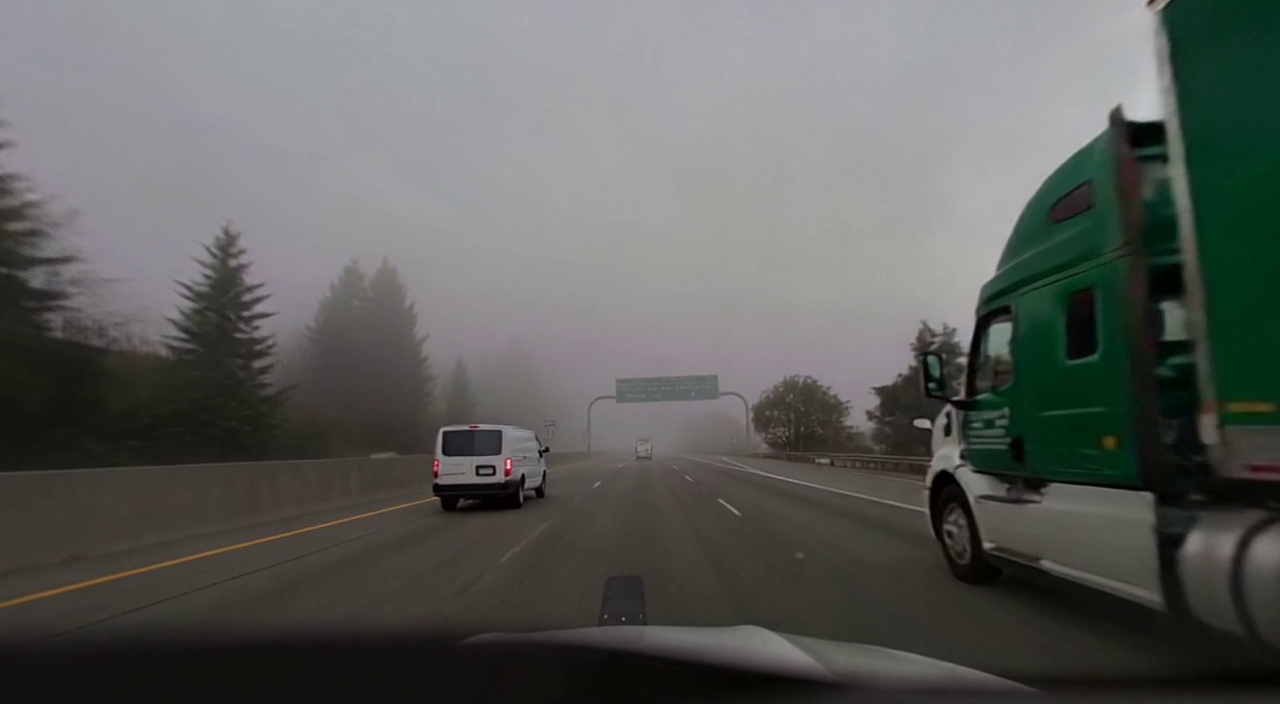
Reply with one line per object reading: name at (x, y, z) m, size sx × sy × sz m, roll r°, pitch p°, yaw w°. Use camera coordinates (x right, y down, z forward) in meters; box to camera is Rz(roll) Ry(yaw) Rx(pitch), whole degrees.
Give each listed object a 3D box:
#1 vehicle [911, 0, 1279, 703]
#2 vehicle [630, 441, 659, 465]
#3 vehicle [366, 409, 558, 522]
vehicle at (4.159, -0.144, 2.455) m, size 3.007 × 3.949 × 7.005 m, roll 0°, pitch -9°, yaw 0°
vehicle at (0.290, 7.485, 46.628) m, size 2.067 × 1.690 × 3.901 m, roll 0°, pitch -9°, yaw -1°
vehicle at (-3.433, 2.391, 13.767) m, size 2.572 × 1.927 × 5.803 m, roll 0°, pitch -9°, yaw -1°
